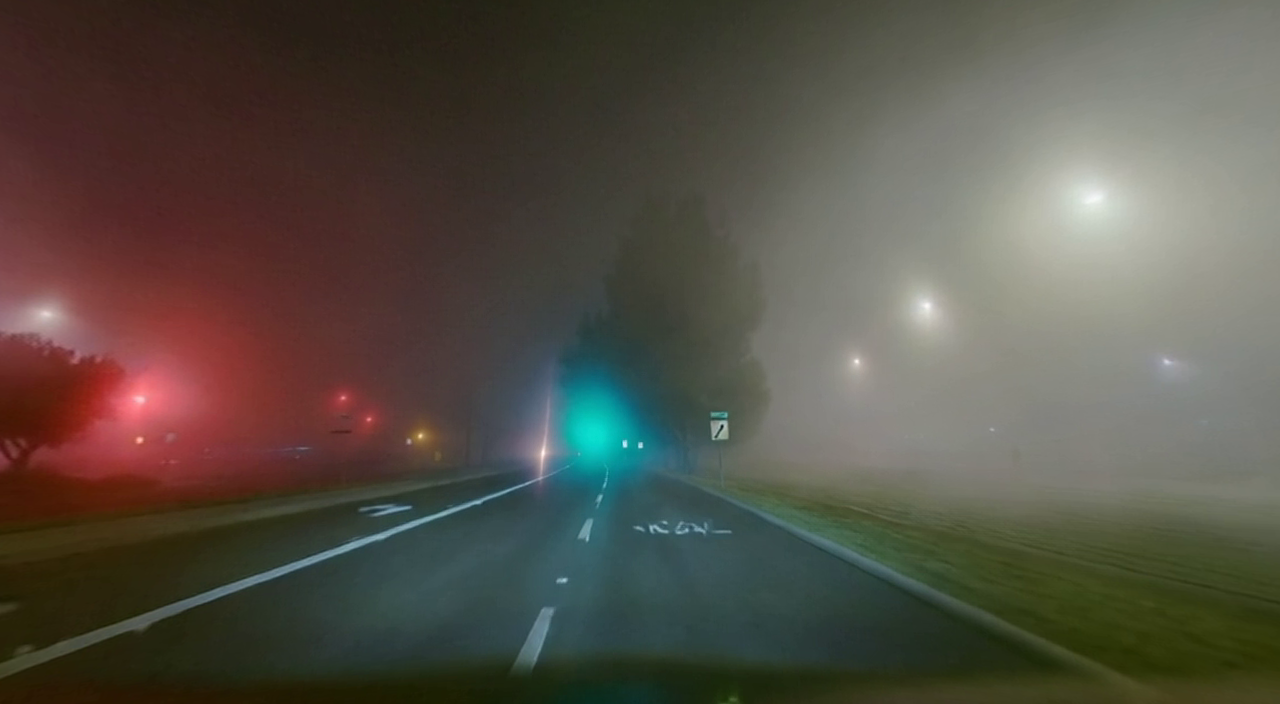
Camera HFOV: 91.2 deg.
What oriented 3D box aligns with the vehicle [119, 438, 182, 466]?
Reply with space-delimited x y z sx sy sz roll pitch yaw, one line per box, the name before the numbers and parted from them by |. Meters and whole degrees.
vehicle | -28.326 5.803 36.220 3.733 1.499 1.704 -7 -11 34
